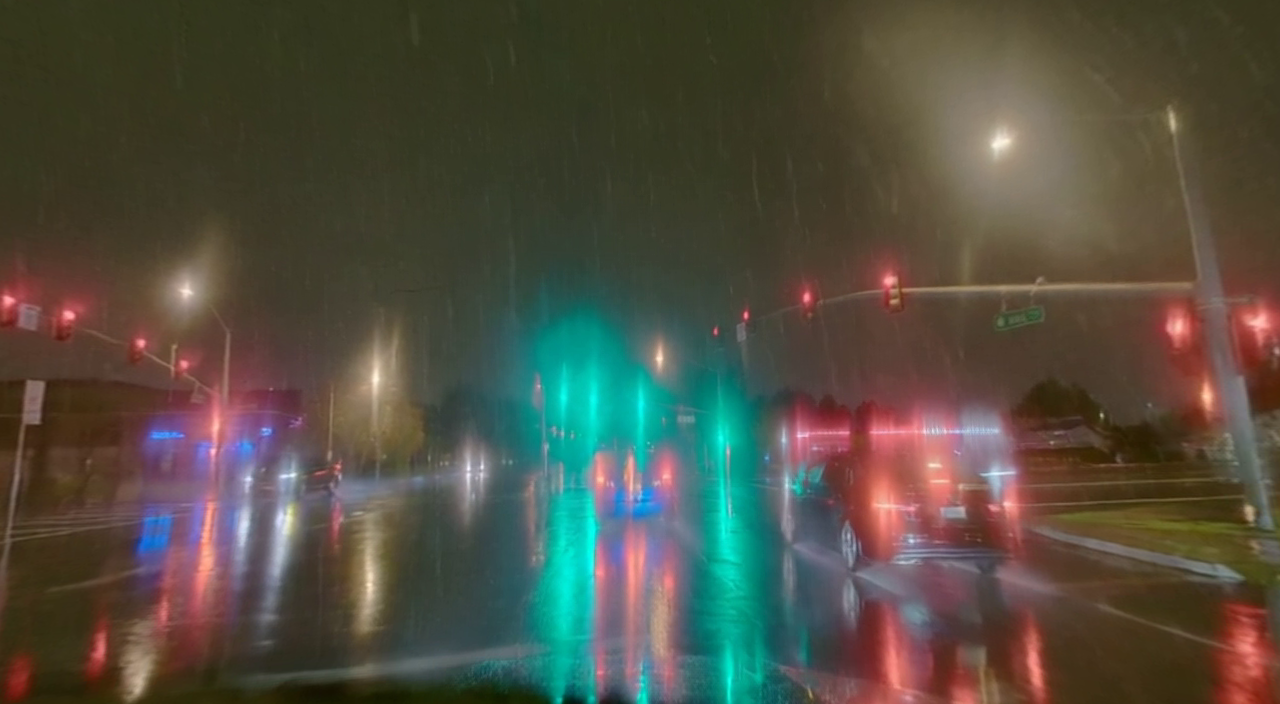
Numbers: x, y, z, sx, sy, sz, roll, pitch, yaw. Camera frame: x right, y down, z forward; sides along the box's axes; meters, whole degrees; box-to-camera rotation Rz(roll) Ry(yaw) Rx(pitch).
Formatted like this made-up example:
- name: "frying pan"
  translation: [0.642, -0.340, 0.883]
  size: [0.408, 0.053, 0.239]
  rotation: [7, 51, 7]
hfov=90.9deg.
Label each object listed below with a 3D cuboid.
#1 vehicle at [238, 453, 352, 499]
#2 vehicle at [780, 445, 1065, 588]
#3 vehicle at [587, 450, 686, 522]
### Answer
- name: "vehicle"
  translation: [-14.980, 5.372, 27.781]
  size: [2.126, 1.782, 4.880]
  rotation: [0, -8, 2]
- name: "vehicle"
  translation: [3.347, 1.984, 8.522]
  size: [1.860, 1.430, 4.089]
  rotation: [0, -8, -1]
- name: "vehicle"
  translation: [-0.086, 3.173, 15.469]
  size: [2.094, 1.481, 4.078]
  rotation: [0, -8, 0]
